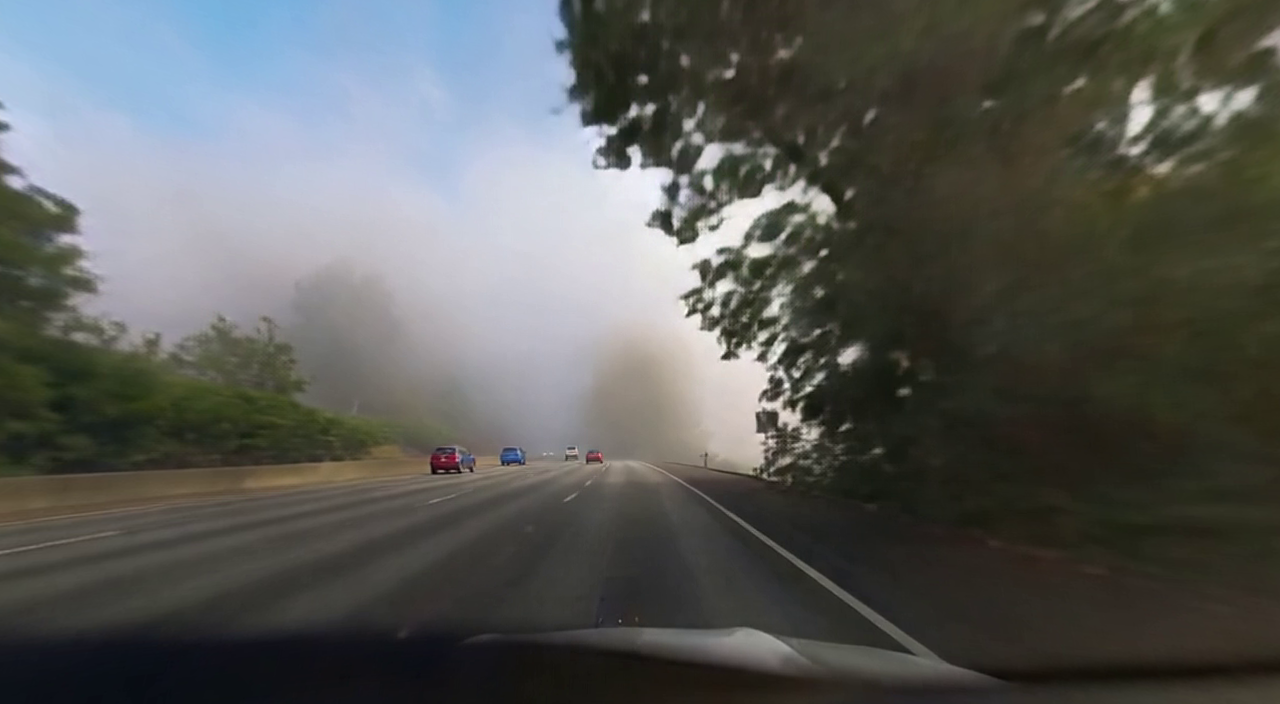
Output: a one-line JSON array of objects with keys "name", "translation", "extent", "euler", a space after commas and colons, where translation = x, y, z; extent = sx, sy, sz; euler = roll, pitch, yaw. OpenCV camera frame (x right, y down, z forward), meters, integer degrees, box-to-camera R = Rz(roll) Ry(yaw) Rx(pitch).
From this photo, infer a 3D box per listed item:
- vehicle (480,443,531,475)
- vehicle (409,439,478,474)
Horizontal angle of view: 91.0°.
[{"name": "vehicle", "translation": [-7.619, 6.078, 36.032], "extent": [2.060, 1.680, 4.255], "euler": [0, -9, -1]}, {"name": "vehicle", "translation": [-11.665, 6.247, 37.888], "extent": [2.425, 1.926, 5.584], "euler": [0, -9, -1]}]
